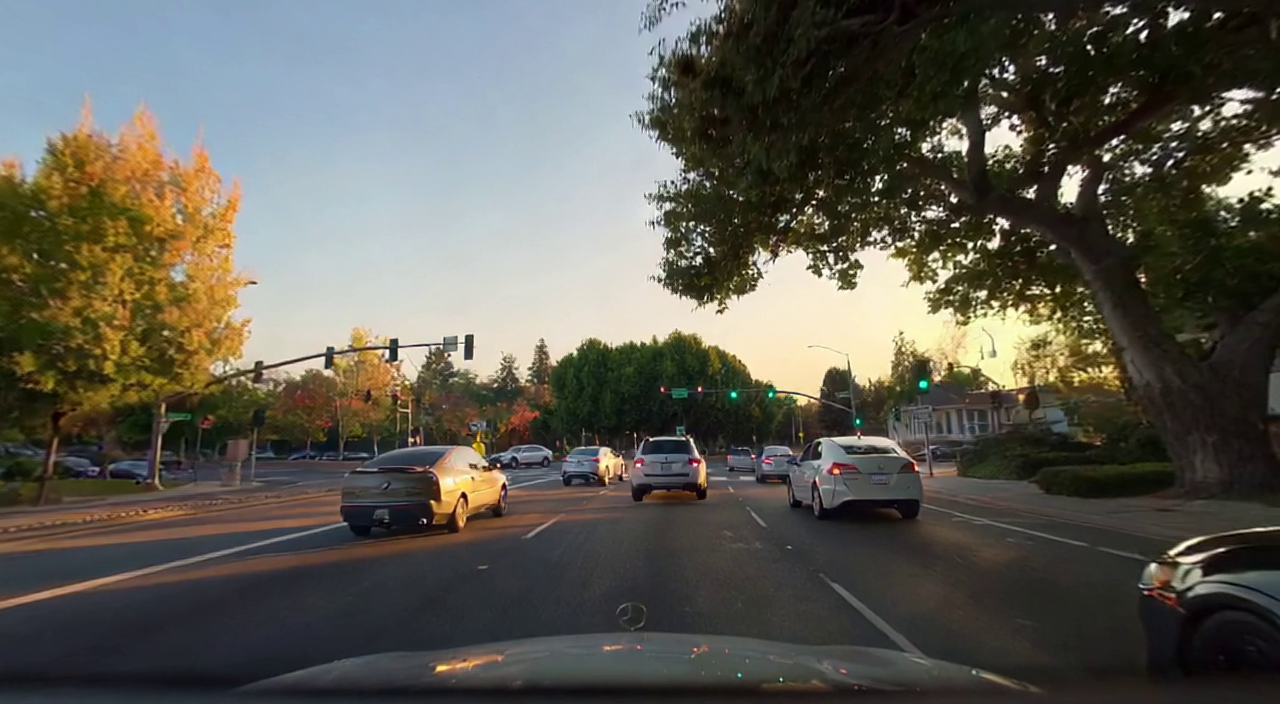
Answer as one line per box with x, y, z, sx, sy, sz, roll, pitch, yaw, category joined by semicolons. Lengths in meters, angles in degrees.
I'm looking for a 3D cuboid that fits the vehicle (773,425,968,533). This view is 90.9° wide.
4.014;2.304;12.023;2.106;1.636;4.655;-1;-9;2;vehicle

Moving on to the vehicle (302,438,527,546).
-3.537;2.284;11.047;2.006;1.464;4.586;-1;-9;4;vehicle

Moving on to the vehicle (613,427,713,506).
0.703;2.935;16.554;2.250;1.768;4.574;-1;-9;5;vehicle

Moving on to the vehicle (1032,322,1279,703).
3.496;0.636;1.508;2.116;1.759;4.635;0;-9;0;vehicle
